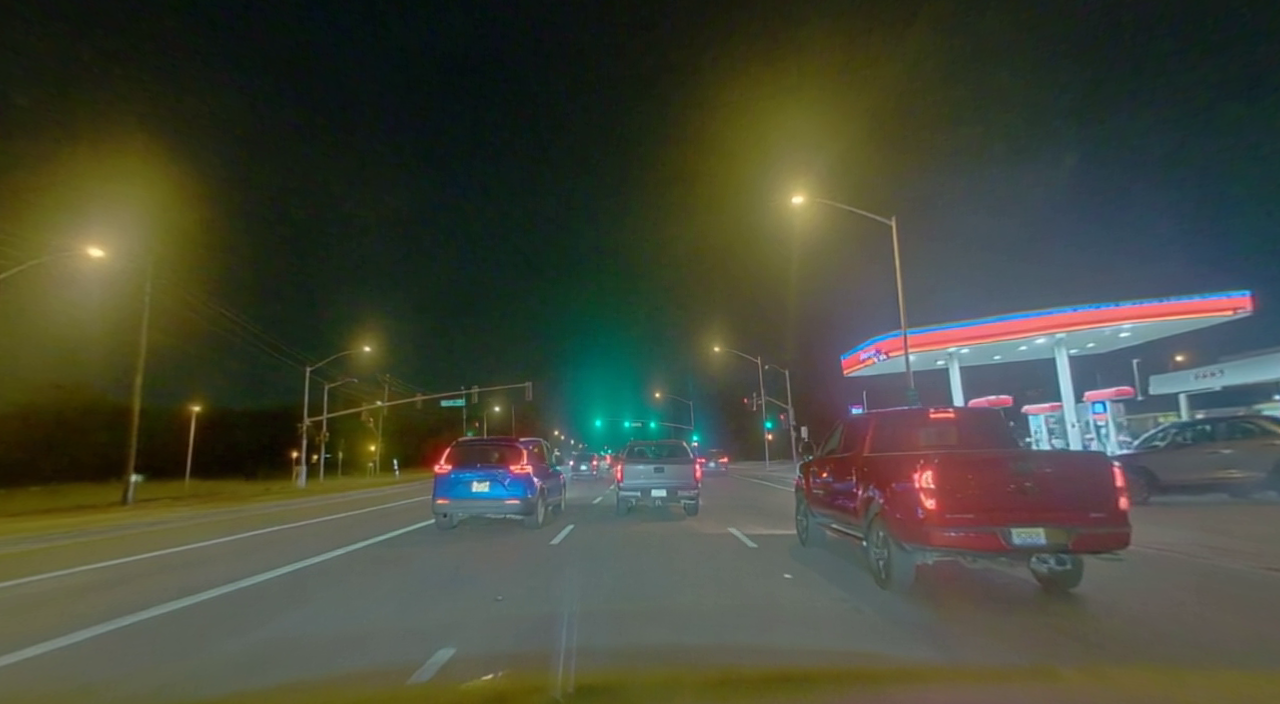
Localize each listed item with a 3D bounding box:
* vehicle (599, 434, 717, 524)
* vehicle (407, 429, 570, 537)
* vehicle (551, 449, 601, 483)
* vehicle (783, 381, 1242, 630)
[{"bbox_3d":[0.317,2.682,13.823,2.181,1.650,4.083,0,-9,0],"label":"vehicle"},{"bbox_3d":[-2.706,2.466,12.447,2.019,1.731,4.299,0,-9,2],"label":"vehicle"},{"bbox_3d":[-3.067,5.522,30.861,1.954,1.497,4.078,0,-9,1],"label":"vehicle"},{"bbox_3d":[3.413,1.555,7.473,2.161,1.868,5.321,0,-9,0],"label":"vehicle"}]
